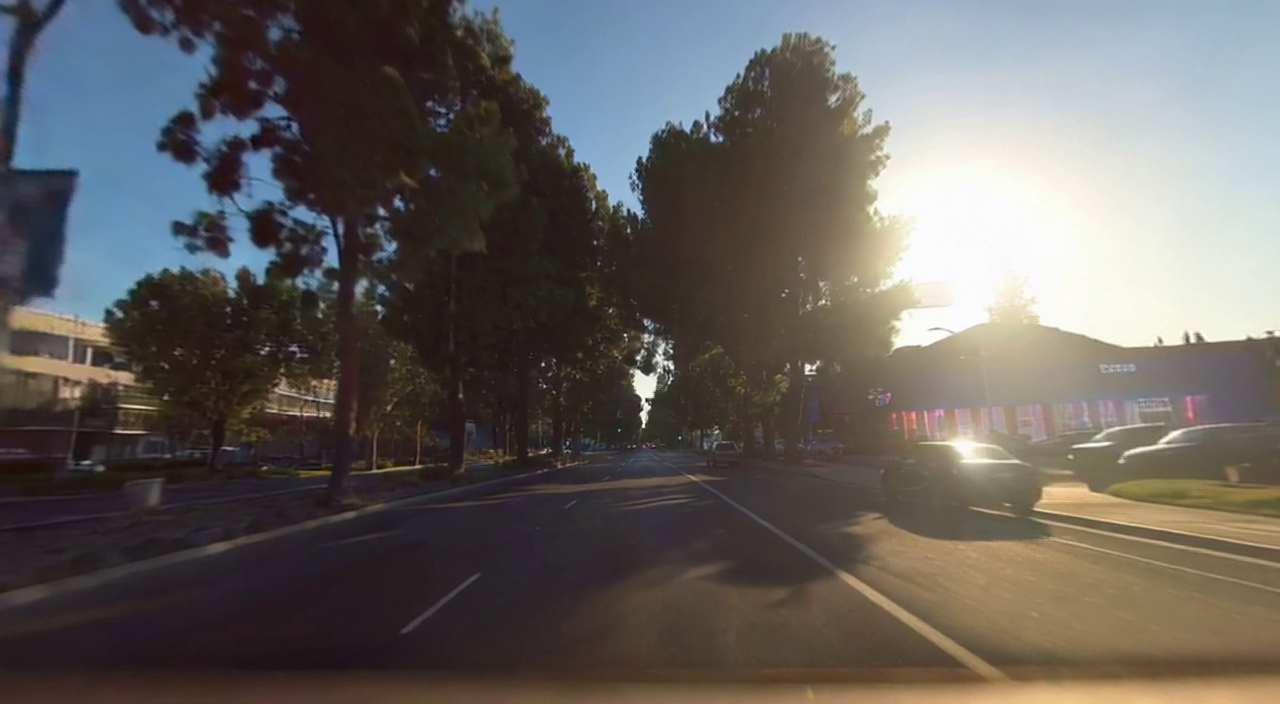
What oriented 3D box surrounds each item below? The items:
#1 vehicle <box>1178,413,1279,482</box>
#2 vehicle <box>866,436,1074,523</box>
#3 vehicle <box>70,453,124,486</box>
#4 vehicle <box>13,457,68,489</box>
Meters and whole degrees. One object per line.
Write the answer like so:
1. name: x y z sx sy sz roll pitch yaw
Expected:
1. vehicle: 16.716 2.324 15.759 4.408 1.578 2.160 -2 -9 1
2. vehicle: 7.073 2.761 14.317 2.122 1.602 4.928 0 -9 1
3. vehicle: -34.240 7.404 39.695 2.077 1.851 4.582 7 -13 -44
4. vehicle: -35.817 7.166 37.631 4.285 1.747 2.044 -8 -12 44
